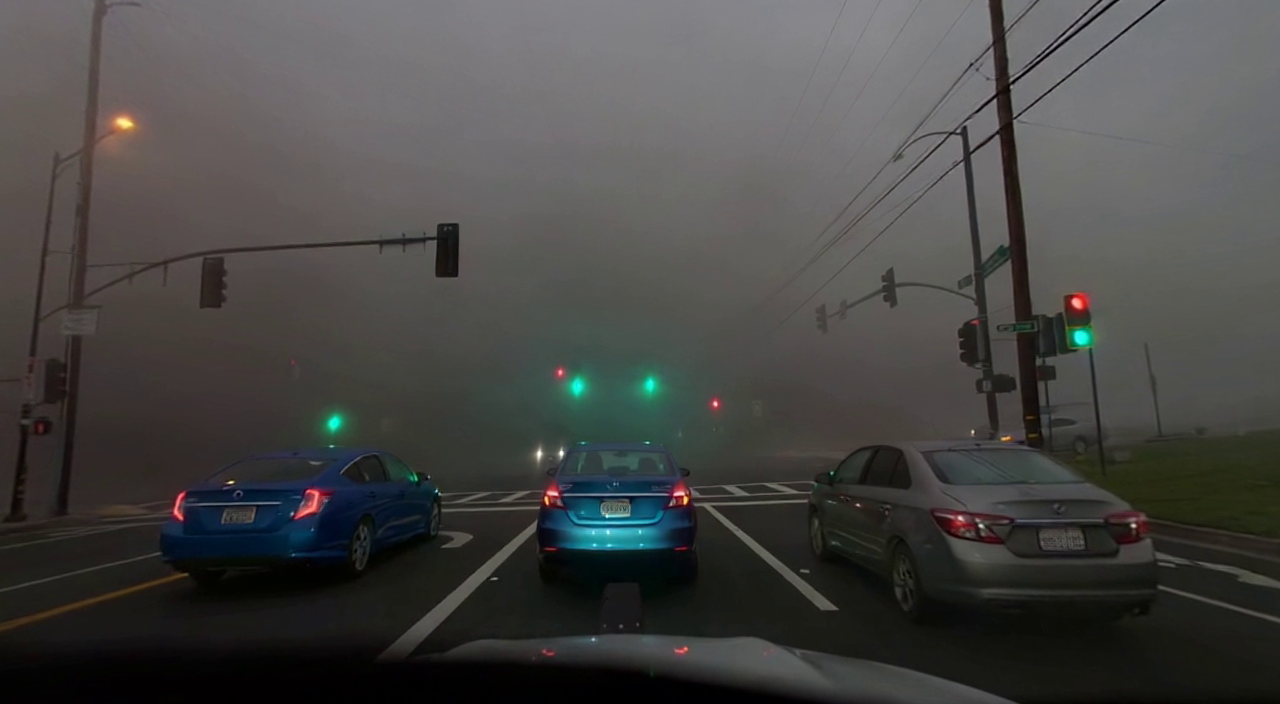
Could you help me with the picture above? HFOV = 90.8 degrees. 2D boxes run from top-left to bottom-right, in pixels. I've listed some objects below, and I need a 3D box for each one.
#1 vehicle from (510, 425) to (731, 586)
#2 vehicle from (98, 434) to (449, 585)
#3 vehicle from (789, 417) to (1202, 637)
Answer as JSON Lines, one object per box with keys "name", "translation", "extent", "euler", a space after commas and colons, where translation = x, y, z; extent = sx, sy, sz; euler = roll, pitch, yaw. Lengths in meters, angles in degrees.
{"name": "vehicle", "translation": [-0.216, 1.752, 8.082], "extent": [2.061, 1.485, 4.196], "euler": [0, -8, -1]}
{"name": "vehicle", "translation": [-4.354, 1.907, 8.573], "extent": [2.106, 1.492, 4.312], "euler": [0, -8, 1]}
{"name": "vehicle", "translation": [2.908, 1.483, 6.279], "extent": [1.860, 1.494, 3.707], "euler": [0, -8, -1]}
